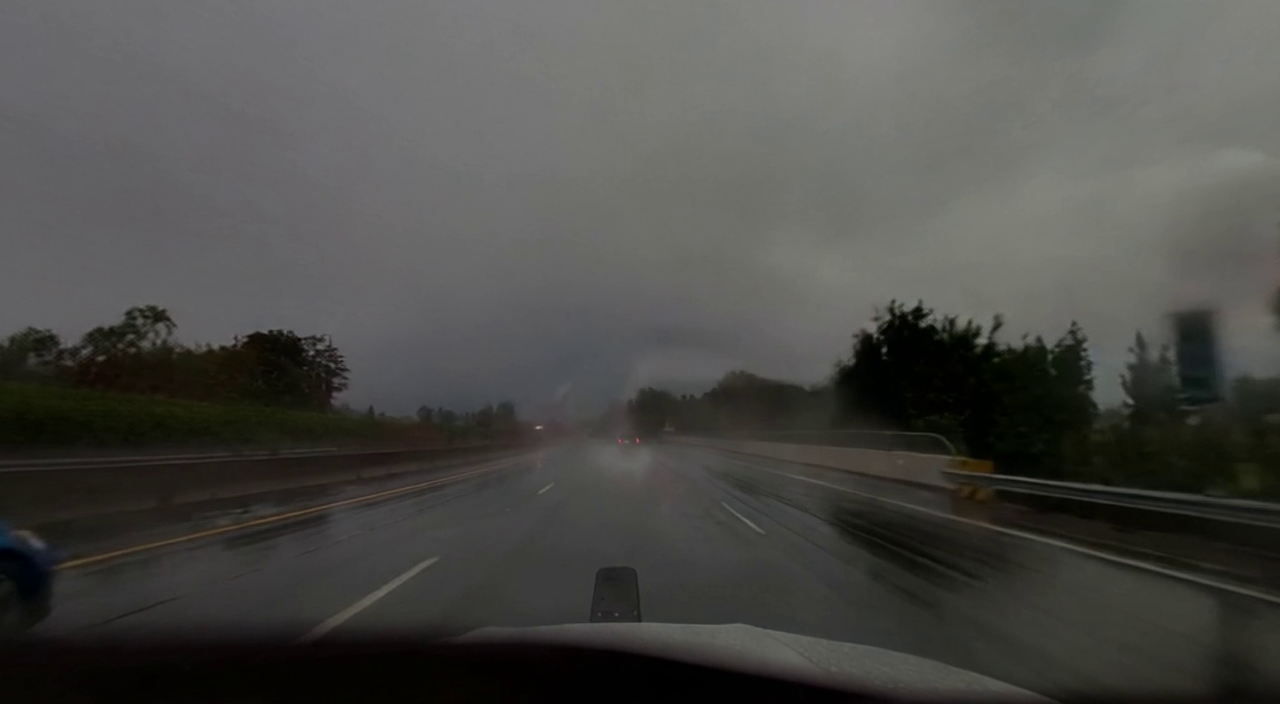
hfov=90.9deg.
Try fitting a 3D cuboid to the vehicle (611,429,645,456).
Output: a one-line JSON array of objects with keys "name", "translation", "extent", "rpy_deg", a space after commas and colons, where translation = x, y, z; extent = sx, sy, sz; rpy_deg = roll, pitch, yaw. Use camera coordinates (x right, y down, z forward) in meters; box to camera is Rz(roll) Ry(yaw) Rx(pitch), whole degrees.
[{"name": "vehicle", "translation": [-0.804, 5.798, 40.382], "extent": [2.041, 1.618, 3.898], "rpy_deg": [0, -8, -3]}]
